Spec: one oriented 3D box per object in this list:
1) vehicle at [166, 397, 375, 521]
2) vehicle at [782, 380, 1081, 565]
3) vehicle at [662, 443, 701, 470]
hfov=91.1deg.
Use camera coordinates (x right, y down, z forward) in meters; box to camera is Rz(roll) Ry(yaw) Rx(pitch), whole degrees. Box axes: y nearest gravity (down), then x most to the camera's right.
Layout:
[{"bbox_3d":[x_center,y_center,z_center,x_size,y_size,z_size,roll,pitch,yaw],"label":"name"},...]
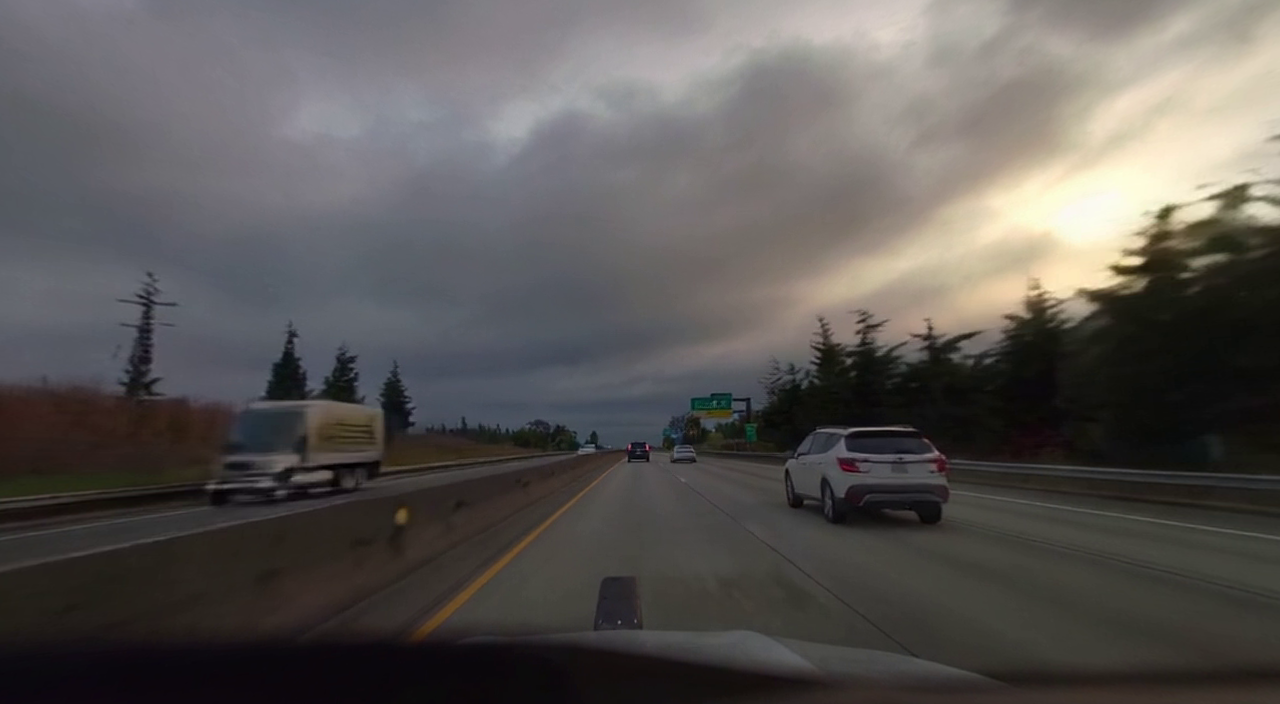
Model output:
[{"bbox_3d":[-11.025,3.276,19.697,2.562,3.204,6.384,0,-9,0],"label":"vehicle"},{"bbox_3d":[3.687,1.650,9.183,1.981,1.984,4.623,0,-9,-2],"label":"vehicle"},{"bbox_3d":[2.656,6.826,41.148,2.123,1.620,4.959,0,-9,-1],"label":"vehicle"}]
